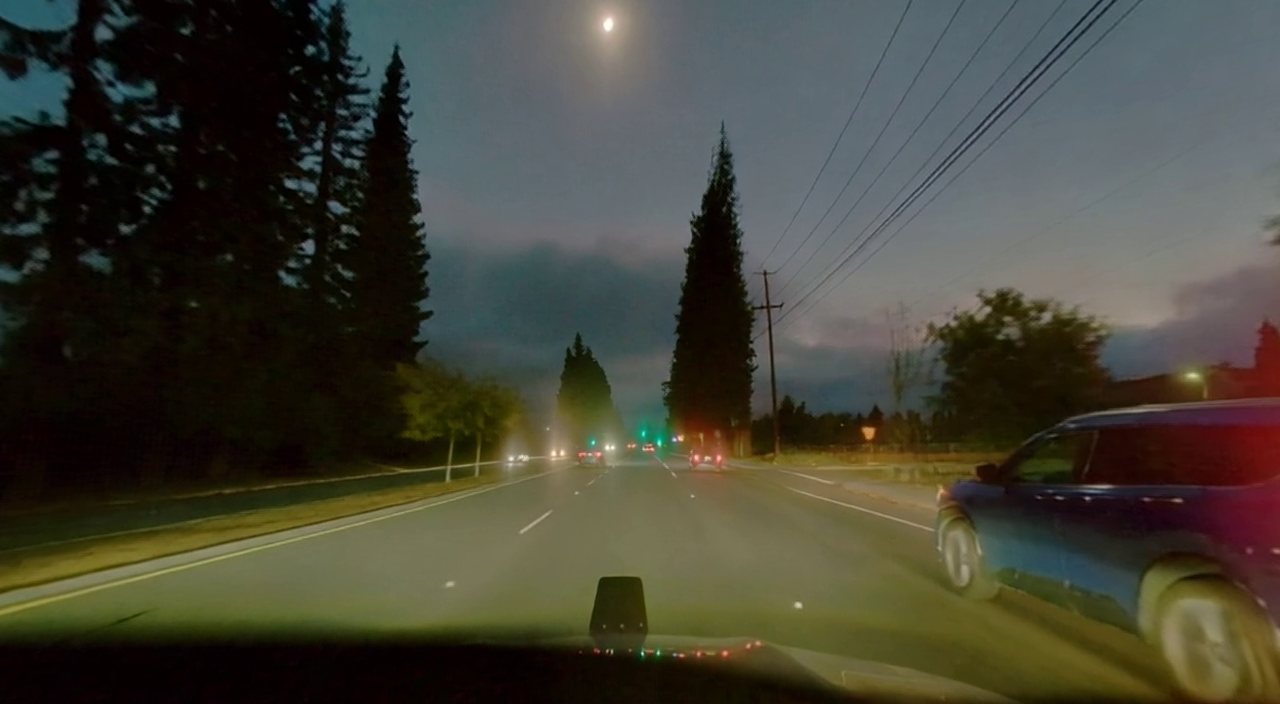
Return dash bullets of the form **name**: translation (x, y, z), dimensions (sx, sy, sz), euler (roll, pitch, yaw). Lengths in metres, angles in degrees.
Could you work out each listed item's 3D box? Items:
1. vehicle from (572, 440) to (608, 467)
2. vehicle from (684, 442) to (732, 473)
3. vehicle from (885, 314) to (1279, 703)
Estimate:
- **vehicle**: translation (-3.335, 6.860, 42.935), dimensions (2.066, 1.725, 4.241), euler (0, -8, 1)
- **vehicle**: translation (3.361, 5.305, 31.927), dimensions (1.906, 1.468, 4.422), euler (0, -8, -1)
- **vehicle**: translation (3.343, 0.940, 3.498), dimensions (2.182, 1.744, 4.464), euler (0, -8, 1)
